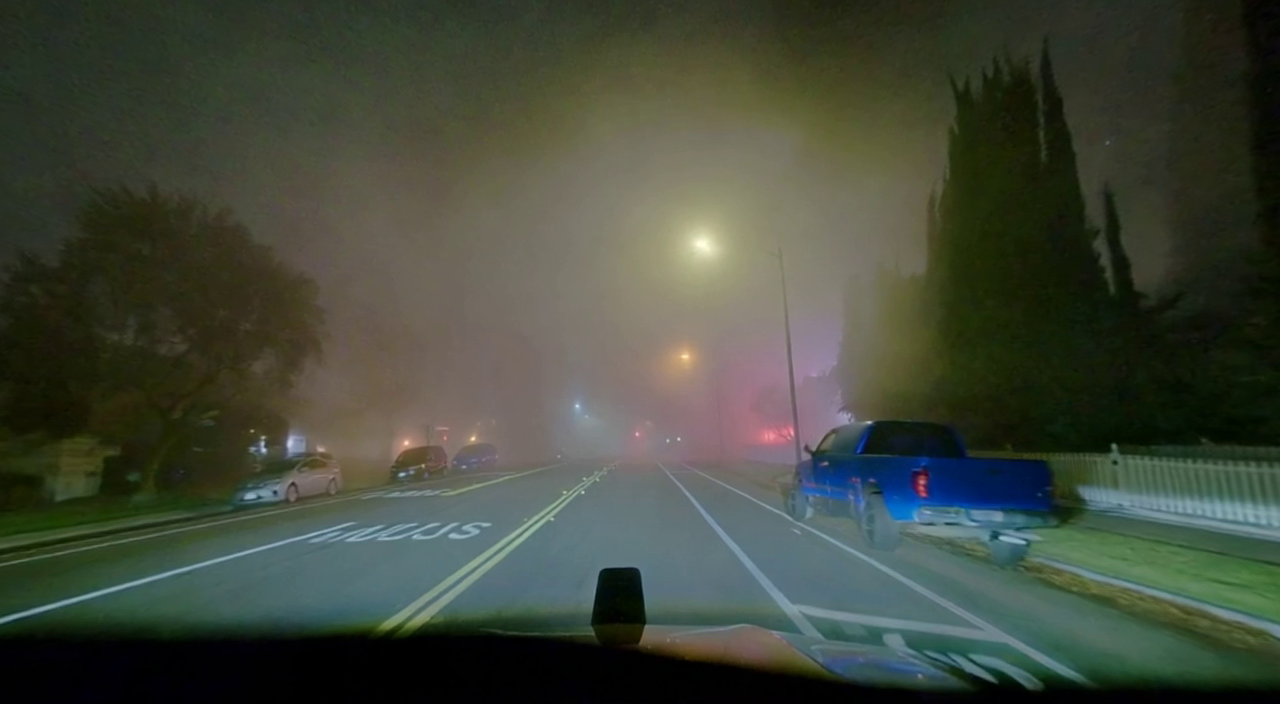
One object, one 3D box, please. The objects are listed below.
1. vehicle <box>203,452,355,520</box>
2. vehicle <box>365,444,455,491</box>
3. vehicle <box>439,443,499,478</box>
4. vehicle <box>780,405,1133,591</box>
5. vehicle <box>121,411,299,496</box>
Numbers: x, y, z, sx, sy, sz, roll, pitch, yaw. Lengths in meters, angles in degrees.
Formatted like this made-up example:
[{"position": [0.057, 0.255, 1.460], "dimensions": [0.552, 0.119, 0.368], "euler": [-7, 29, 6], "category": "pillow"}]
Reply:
[{"position": [-11.282, 4.156, 20.228], "dimensions": [2.186, 1.532, 4.751], "euler": [-5, -7, -1], "category": "vehicle"}, {"position": [-11.102, 5.578, 31.065], "dimensions": [2.341, 1.835, 5.570], "euler": [-3, -7, 0], "category": "vehicle"}, {"position": [-11.071, 7.025, 41.404], "dimensions": [2.241, 1.944, 5.709], "euler": [-4, -8, 0], "category": "vehicle"}, {"position": [3.941, 1.949, 9.499], "dimensions": [2.407, 1.926, 5.615], "euler": [0, -9, 0], "category": "vehicle"}, {"position": [-17.995, 4.309, 27.100], "dimensions": [2.725, 3.122, 6.348], "euler": [-2, -9, 5], "category": "vehicle"}]
